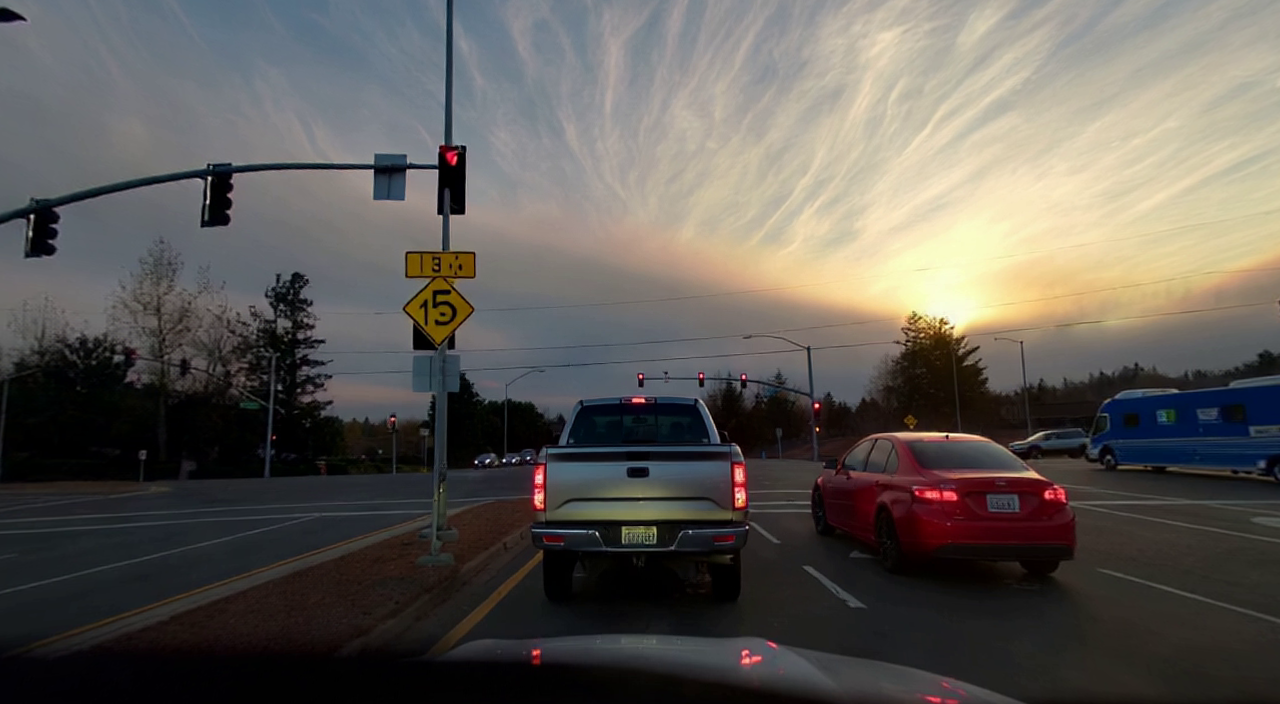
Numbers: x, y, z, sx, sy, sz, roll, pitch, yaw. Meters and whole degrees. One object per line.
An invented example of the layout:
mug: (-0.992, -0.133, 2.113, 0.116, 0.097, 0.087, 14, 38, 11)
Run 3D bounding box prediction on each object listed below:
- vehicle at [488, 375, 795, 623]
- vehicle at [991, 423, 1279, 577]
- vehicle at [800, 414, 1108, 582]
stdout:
vehicle: (0.048, 1.477, 7.359, 2.326, 1.880, 4.964, 0, -8, 1)
vehicle: (6.828, 1.740, 8.262, 1.973, 1.470, 4.228, 0, -8, -1)
vehicle: (3.563, 1.717, 8.189, 1.981, 1.616, 4.006, 0, -8, 1)
